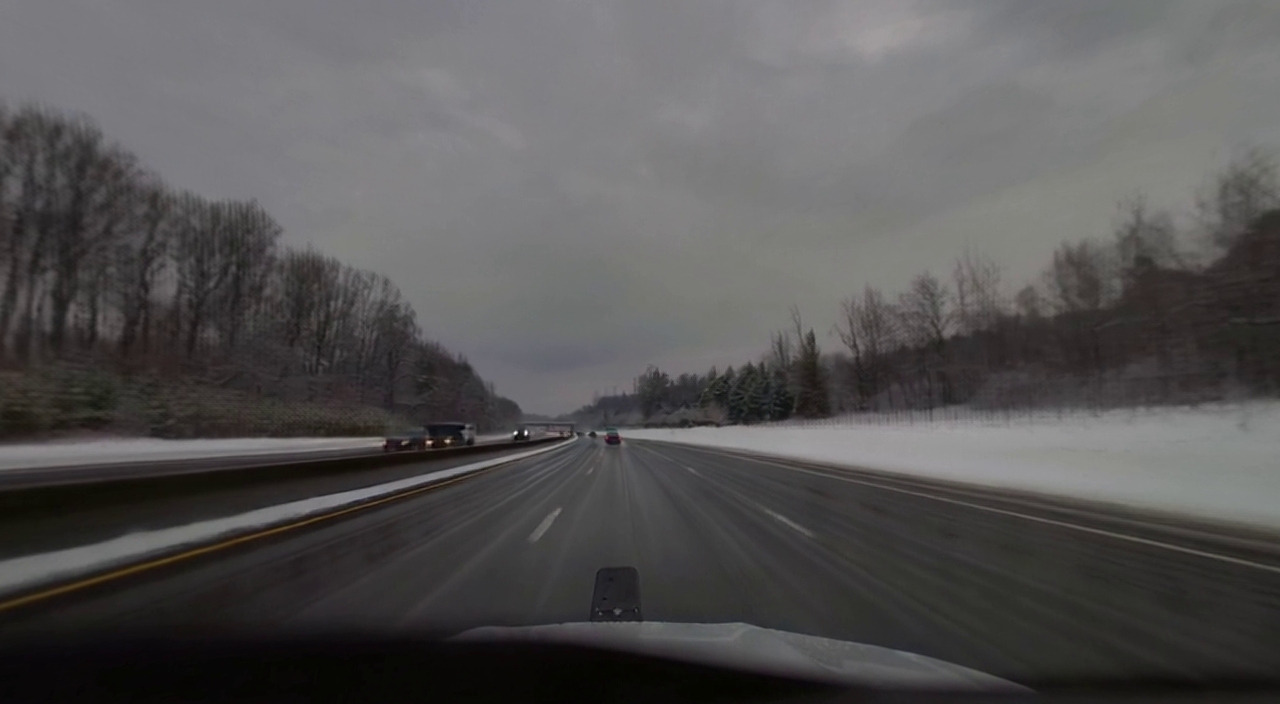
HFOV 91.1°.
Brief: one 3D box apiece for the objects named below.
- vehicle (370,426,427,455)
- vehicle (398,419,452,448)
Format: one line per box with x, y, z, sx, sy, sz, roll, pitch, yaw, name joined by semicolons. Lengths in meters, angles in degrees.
-15.764;5.816;41.355;2.048;1.749;4.557;0;-8;-2;vehicle
-16.029;6.069;47.218;2.389;1.895;4.784;4;-6;-2;vehicle
